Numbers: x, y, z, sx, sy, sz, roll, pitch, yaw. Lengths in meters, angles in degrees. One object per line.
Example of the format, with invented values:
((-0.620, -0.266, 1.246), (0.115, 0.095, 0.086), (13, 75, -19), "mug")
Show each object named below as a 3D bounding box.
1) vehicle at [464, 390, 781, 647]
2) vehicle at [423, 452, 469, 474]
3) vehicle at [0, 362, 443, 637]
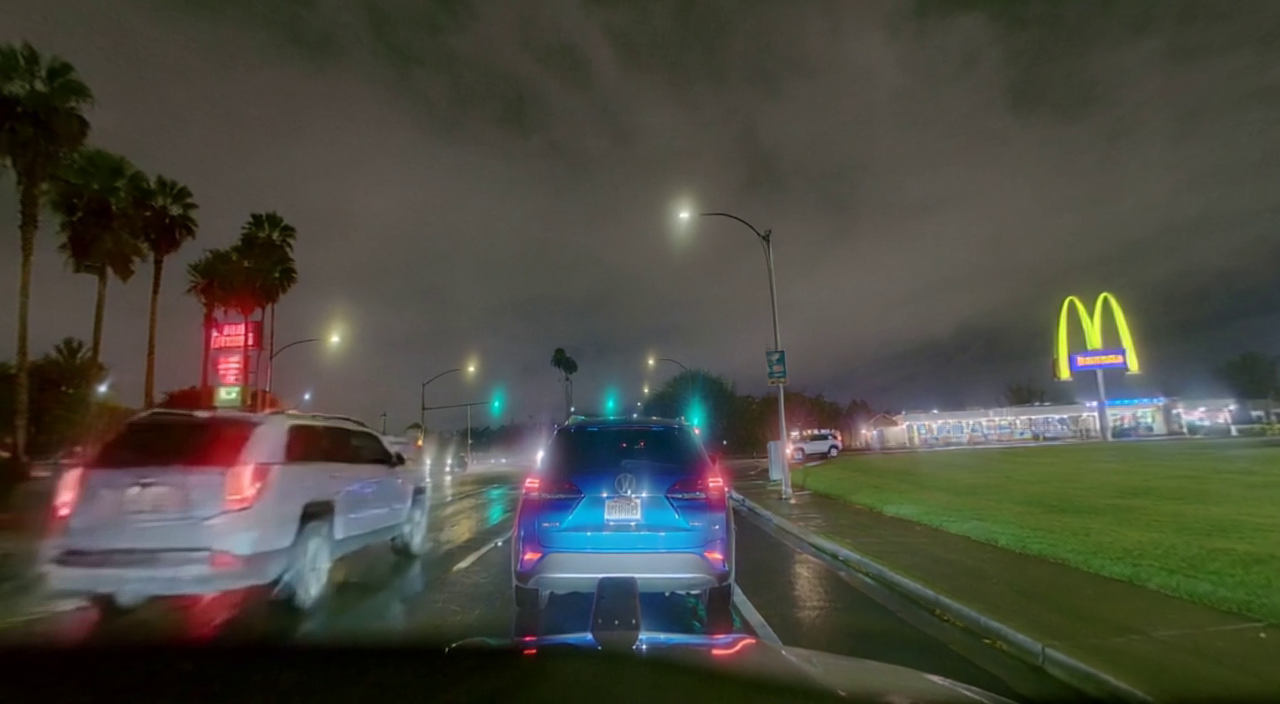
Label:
((-0.140, 1.420, 6.325), (2.137, 1.728, 3.926), (0, -9, -1), "vehicle")
((-15.130, 8.638, 49.498), (2.069, 1.617, 4.613), (0, -9, 0), "vehicle")
((-4.205, 1.428, 7.136), (2.344, 1.980, 5.009), (0, -9, 0), "vehicle")
